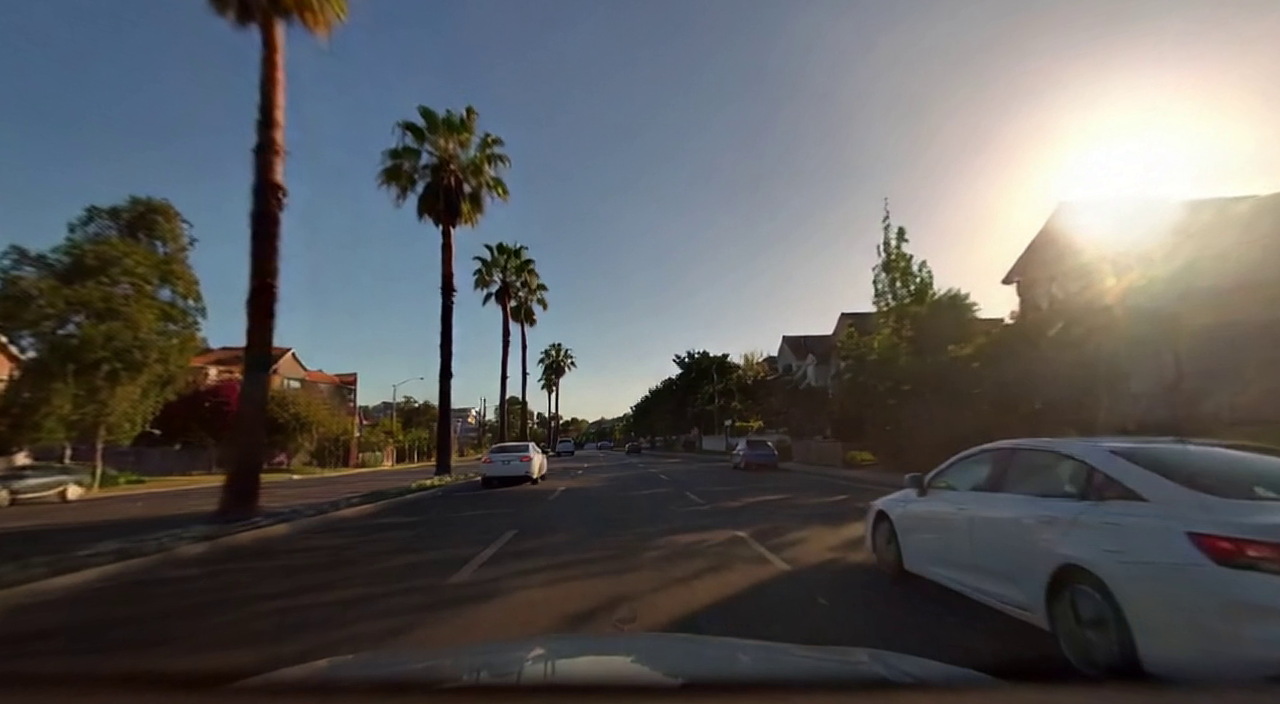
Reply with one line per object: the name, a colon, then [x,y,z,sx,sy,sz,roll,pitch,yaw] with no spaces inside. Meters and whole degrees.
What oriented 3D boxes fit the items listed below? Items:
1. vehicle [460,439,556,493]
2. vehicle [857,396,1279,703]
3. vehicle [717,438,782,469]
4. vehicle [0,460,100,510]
vehicle: [-3.970,3.510,19.847,2.108,1.475,4.555,0,-9,-1]
vehicle: [3.023,1.056,3.357,1.941,1.424,4.720,0,-9,-2]
vehicle: [5.984,5.665,35.356,2.169,1.559,5.849,0,-9,-4]
vehicle: [-21.485,4.575,21.585,2.191,1.482,4.661,-4,-8,-3]
